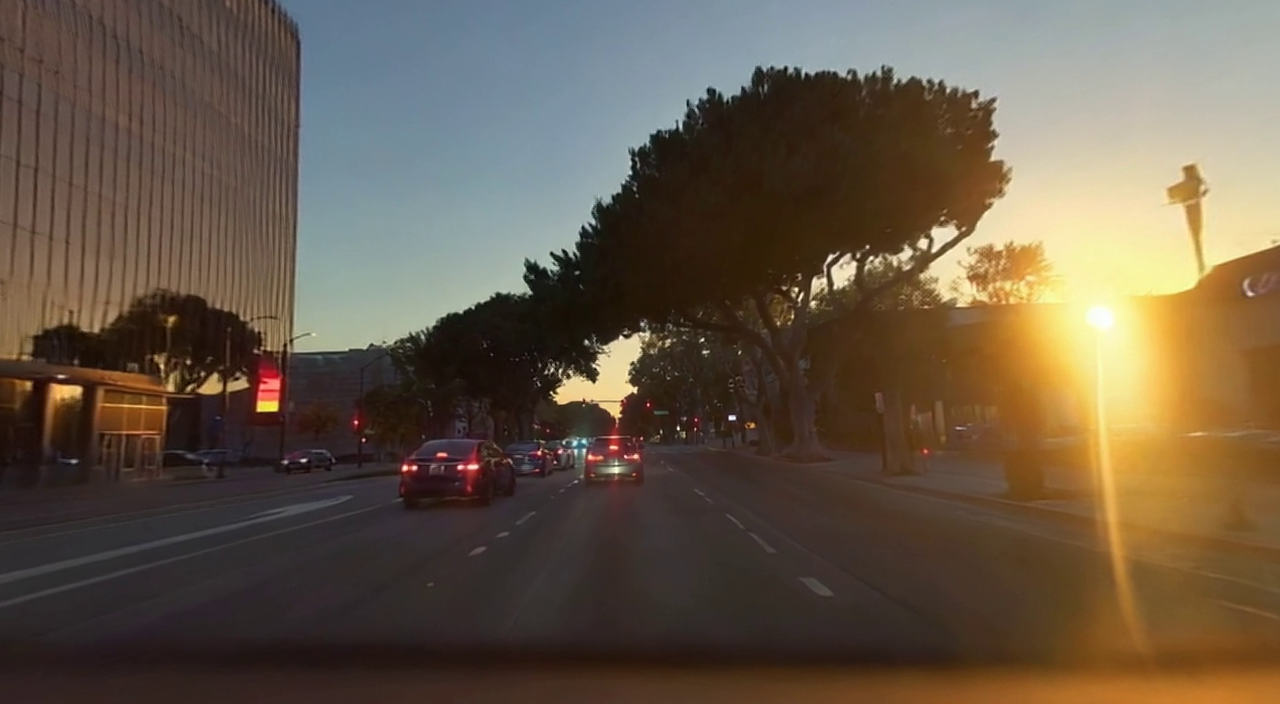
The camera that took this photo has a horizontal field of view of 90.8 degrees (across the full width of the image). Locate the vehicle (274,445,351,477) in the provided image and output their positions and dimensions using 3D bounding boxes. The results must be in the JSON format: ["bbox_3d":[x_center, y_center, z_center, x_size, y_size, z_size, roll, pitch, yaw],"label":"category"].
[{"bbox_3d":[-19.490,6.480,37.835,2.054,1.724,4.829,0,-8,-1],"label":"vehicle"}]

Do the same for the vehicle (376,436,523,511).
[{"bbox_3d":[-4.174,2.723,14.735,2.020,1.457,4.496,0,-8,0],"label":"vehicle"}]

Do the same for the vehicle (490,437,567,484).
[{"bbox_3d":[-3.757,3.727,22.009,1.950,1.487,4.130,0,-8,0],"label":"vehicle"}]

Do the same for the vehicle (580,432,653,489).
[{"bbox_3d":[-0.670,3.321,19.640,2.042,1.555,3.912,0,-8,0],"label":"vehicle"}]
